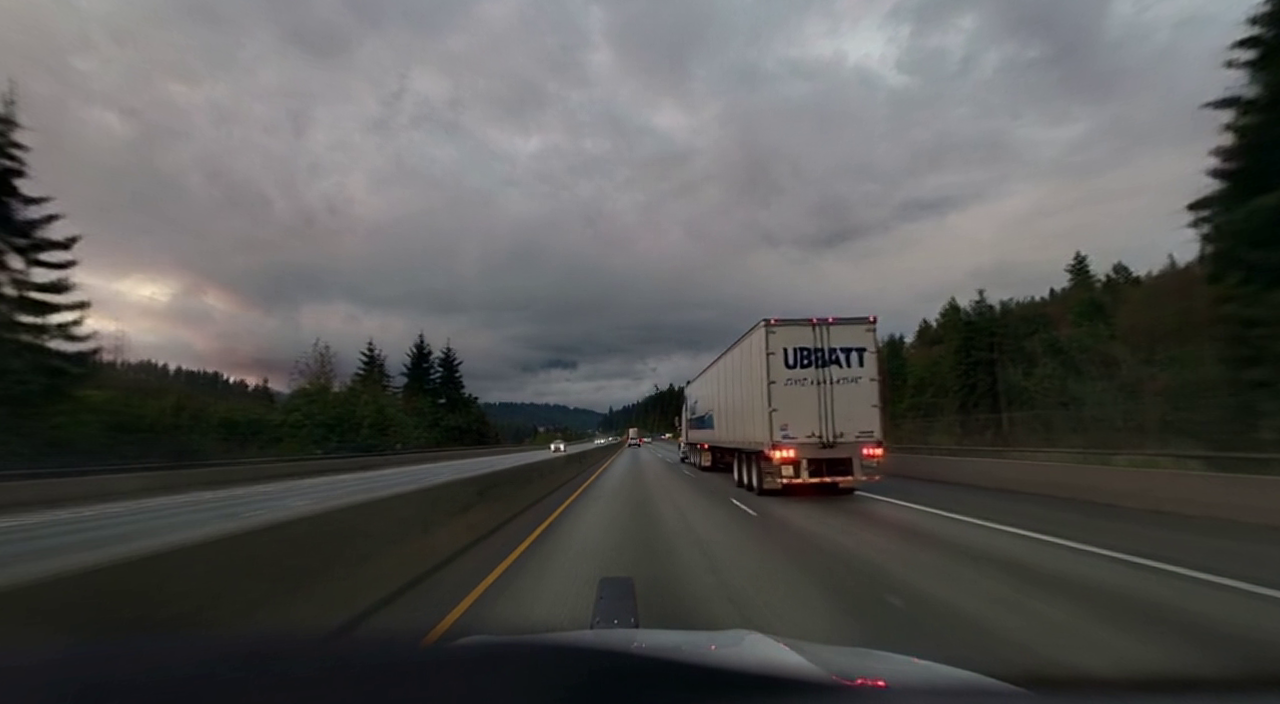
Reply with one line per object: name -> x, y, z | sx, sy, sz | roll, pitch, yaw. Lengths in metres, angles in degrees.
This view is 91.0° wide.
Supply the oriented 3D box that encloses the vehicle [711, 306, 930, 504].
vehicle -> 3.973, 1.572, 16.470 | 3.006, 3.850, 8.310 | 0, -8, -1
